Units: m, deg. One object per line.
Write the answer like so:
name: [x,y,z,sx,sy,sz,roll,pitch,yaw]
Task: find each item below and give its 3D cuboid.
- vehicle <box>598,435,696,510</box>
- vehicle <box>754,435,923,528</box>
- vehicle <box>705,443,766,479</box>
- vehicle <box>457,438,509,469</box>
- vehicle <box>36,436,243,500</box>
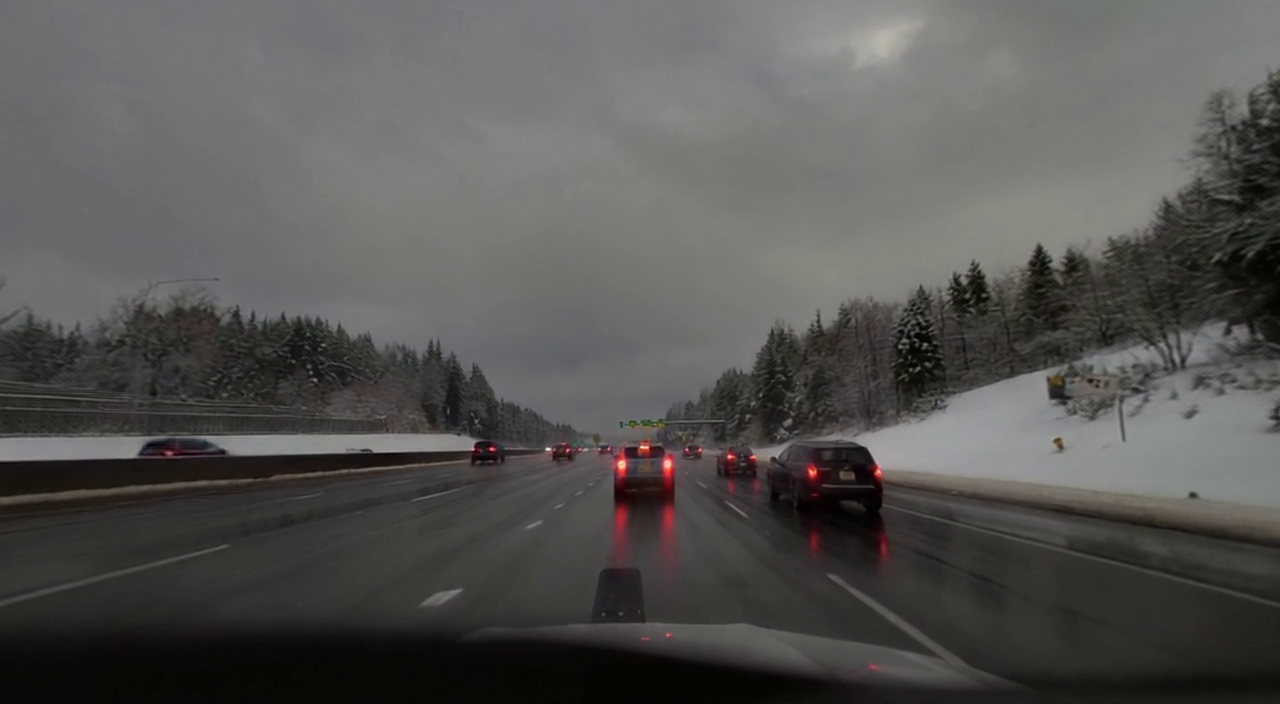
vehicle: [0.160,2.817,15.149,2.044,1.554,3.824,0,-9,0]
vehicle: [3.658,2.457,12.501,2.044,1.523,3.947,0,-9,0]
vehicle: [4.238,4.929,28.756,2.002,1.499,4.710,0,-9,-1]
vehicle: [-9.936,6.460,40.263,1.978,1.821,4.975,0,-9,1]
vehicle: [-14.468,3.363,18.720,2.055,1.613,4.955,0,-9,0]
